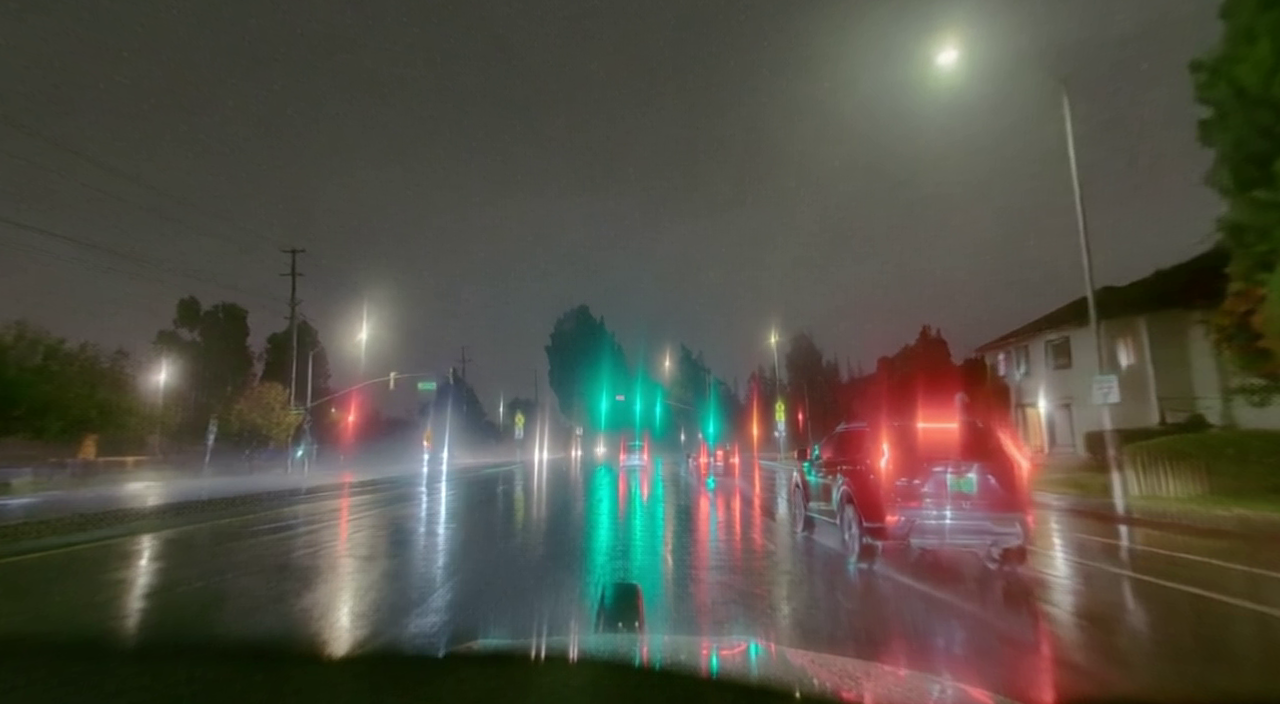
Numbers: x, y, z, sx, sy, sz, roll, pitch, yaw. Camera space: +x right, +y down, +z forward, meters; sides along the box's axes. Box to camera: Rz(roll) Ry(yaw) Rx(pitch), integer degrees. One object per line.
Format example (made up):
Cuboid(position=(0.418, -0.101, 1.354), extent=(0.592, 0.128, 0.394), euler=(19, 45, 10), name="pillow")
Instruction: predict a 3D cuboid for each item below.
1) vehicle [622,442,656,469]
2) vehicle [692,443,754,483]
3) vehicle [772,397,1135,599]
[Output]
Cuboid(position=(-0.096, 6.810, 41.563), extent=(2.146, 1.685, 4.003), euler=(0, -9, -1), name="vehicle")
Cuboid(position=(3.186, 4.361, 25.021), extent=(1.889, 1.451, 4.180), euler=(0, -9, 0), name="vehicle")
Cuboid(position=(3.253, 1.631, 7.916), extent=(2.129, 1.761, 4.610), euler=(0, -9, 0), name="vehicle")
